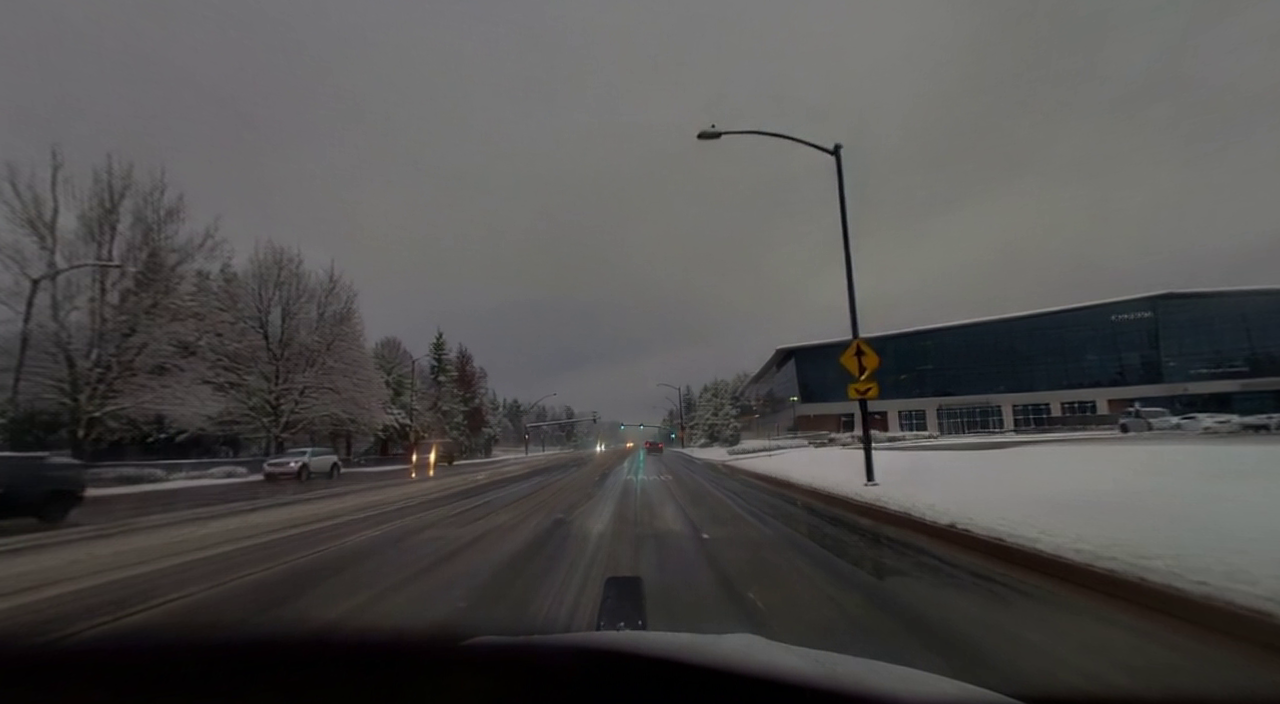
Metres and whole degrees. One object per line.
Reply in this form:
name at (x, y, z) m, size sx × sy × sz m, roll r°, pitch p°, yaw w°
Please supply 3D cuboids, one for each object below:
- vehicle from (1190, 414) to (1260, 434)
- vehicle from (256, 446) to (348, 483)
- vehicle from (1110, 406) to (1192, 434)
vehicle at (45.423, 5.643, 48.843) m, size 1.671 × 1.477 × 3.751 m, roll 0°, pitch -8°, yaw -3°
vehicle at (-17.269, 5.723, 32.396) m, size 2.112 × 1.754 × 4.740 m, roll 0°, pitch -8°, yaw 0°
vehicle at (39.851, 5.386, 49.162) m, size 1.882 × 1.686 × 5.050 m, roll -3°, pitch -10°, yaw -3°
